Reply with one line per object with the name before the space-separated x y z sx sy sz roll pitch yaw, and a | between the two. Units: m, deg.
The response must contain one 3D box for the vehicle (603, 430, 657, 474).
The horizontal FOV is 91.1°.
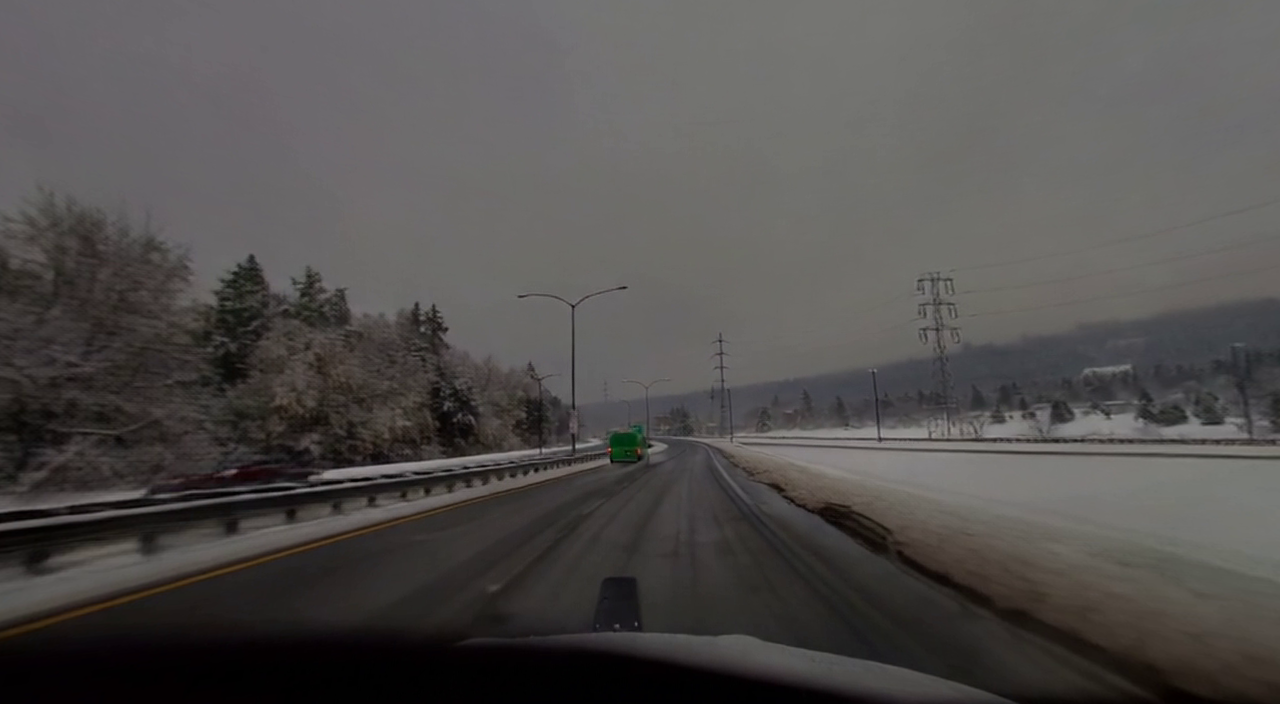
vehicle | -0.424 5.077 32.090 2.270 2.023 4.632 -1 -9 5
